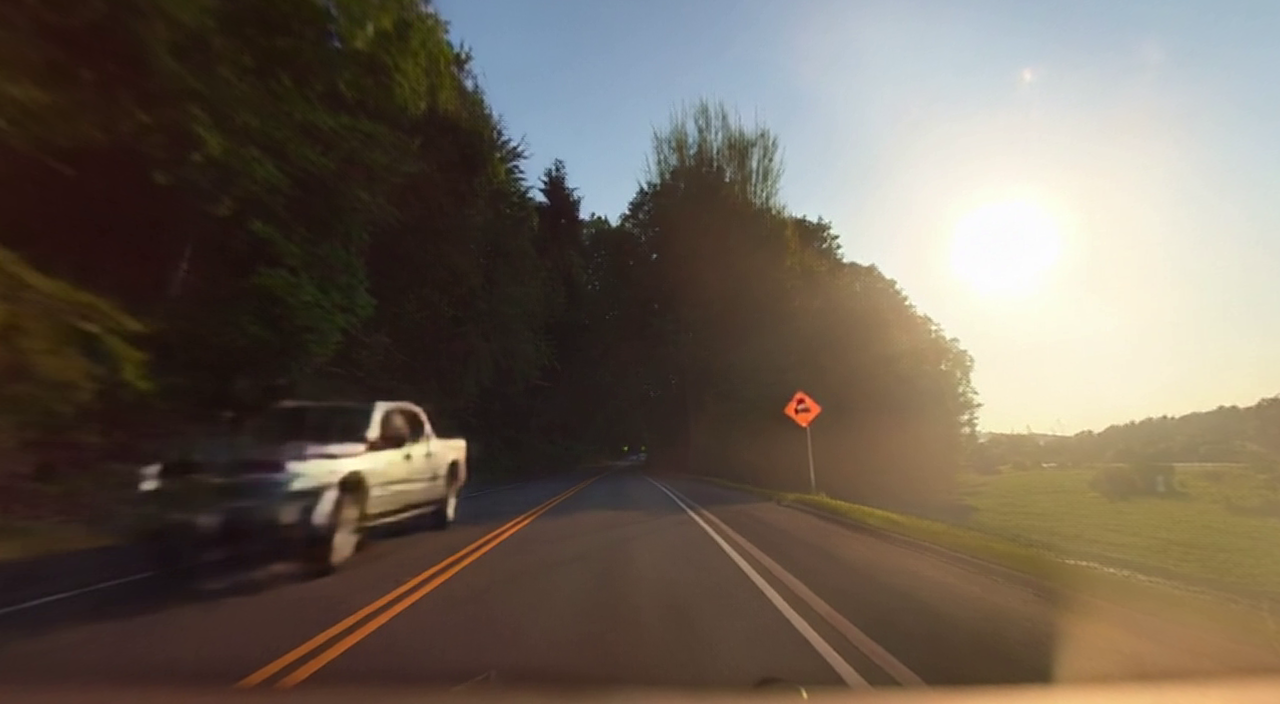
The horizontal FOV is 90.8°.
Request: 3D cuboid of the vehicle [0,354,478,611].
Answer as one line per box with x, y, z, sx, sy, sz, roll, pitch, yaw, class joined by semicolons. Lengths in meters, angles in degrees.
-4.259;1.531;8.418;2.638;2.200;5.867;0;-8;0;vehicle
